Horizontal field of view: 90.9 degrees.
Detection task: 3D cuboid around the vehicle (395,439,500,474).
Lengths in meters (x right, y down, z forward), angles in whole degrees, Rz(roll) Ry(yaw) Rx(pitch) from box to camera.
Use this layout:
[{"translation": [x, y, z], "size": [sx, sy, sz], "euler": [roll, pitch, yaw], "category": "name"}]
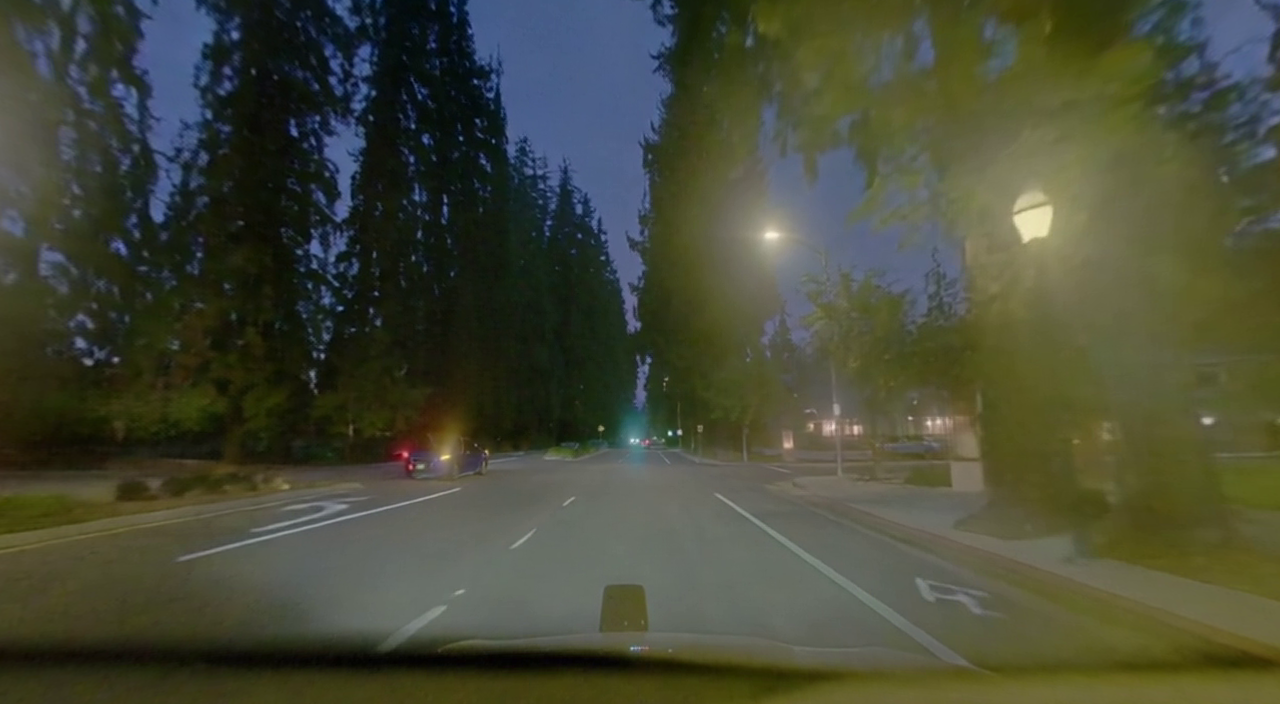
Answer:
[{"translation": [-10.156, 5.487, 33.381], "size": [4.788, 1.666, 2.170], "euler": [6, -10, -36], "category": "vehicle"}]
